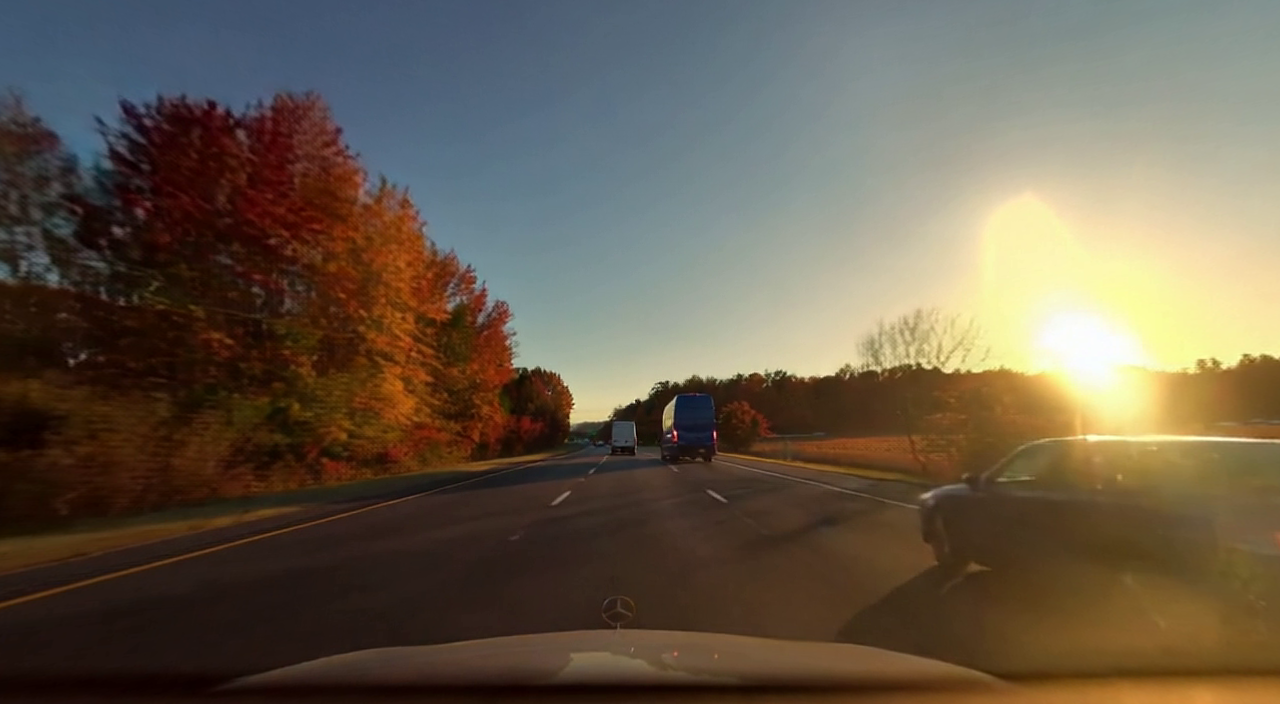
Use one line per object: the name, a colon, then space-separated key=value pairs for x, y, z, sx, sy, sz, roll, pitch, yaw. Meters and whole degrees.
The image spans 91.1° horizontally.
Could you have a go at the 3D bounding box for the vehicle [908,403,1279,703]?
vehicle: x=3.752 y=1.176 z=4.179 sx=1.962 sy=1.508 sz=4.363 roll=0 pitch=-8 yaw=-1

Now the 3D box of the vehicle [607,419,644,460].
vehicle: x=-0.973 y=6.063 z=43.655 sx=2.389 sy=2.637 sz=5.437 roll=0 pitch=-8 yaw=-1

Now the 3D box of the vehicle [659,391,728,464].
vehicle: x=3.175 y=5.108 z=41.817 sx=3.128 sy=4.087 sz=13.351 roll=0 pitch=-8 yaw=-1
